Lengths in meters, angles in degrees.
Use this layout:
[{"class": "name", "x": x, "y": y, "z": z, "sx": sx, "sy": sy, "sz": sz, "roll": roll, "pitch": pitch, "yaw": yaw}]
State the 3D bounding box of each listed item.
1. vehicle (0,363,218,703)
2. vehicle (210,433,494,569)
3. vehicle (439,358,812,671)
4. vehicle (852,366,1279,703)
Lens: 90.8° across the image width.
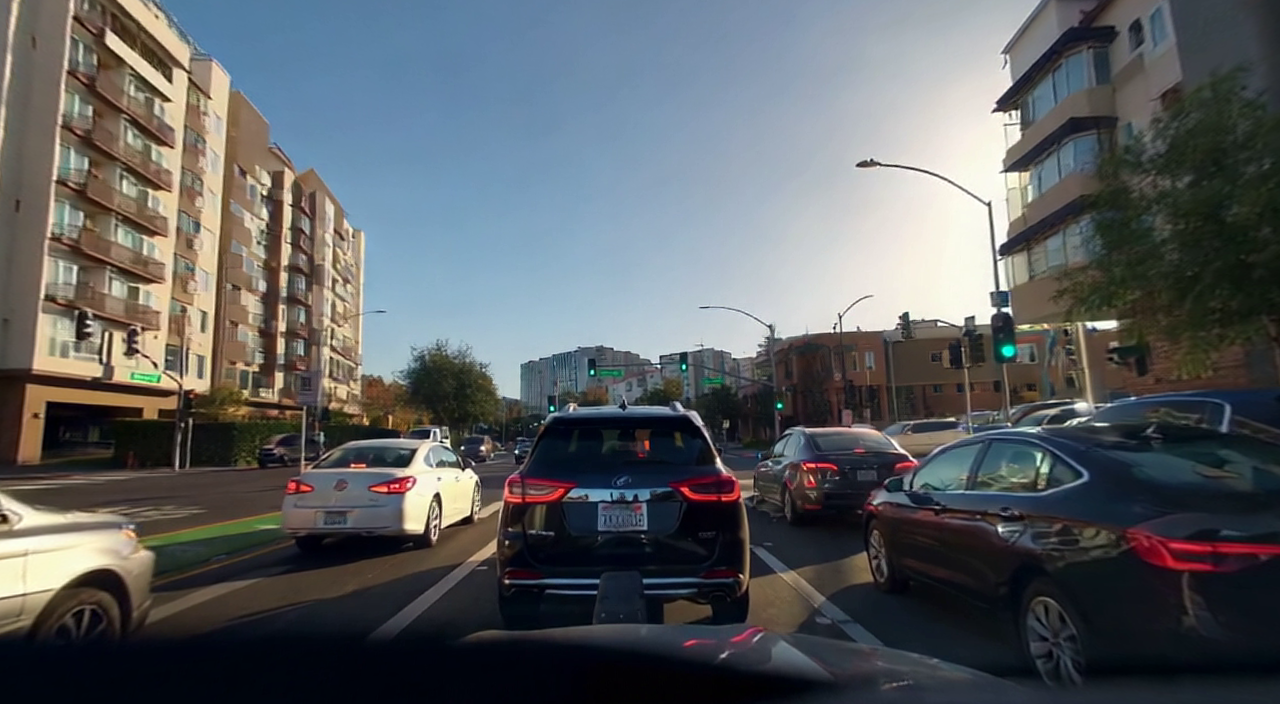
[{"class": "vehicle", "x": -3.822, "y": 0.722, "z": 1.500, "sx": 2.126, "sy": 1.693, "sz": 5.289, "roll": 0, "pitch": -8, "yaw": -2}, {"class": "vehicle", "x": -3.794, "y": 2.025, "z": 9.513, "sx": 2.055, "sy": 1.488, "sz": 4.733, "roll": 0, "pitch": -8, "yaw": 0}, {"class": "vehicle", "x": -0.105, "y": 1.348, "z": 6.509, "sx": 2.206, "sy": 1.858, "sz": 5.332, "roll": 0, "pitch": -8, "yaw": 0}, {"class": "vehicle", "x": 3.181, "y": 1.149, "z": 4.342, "sx": 1.906, "sy": 1.608, "sz": 4.137, "roll": 0, "pitch": -8, "yaw": -1}]
